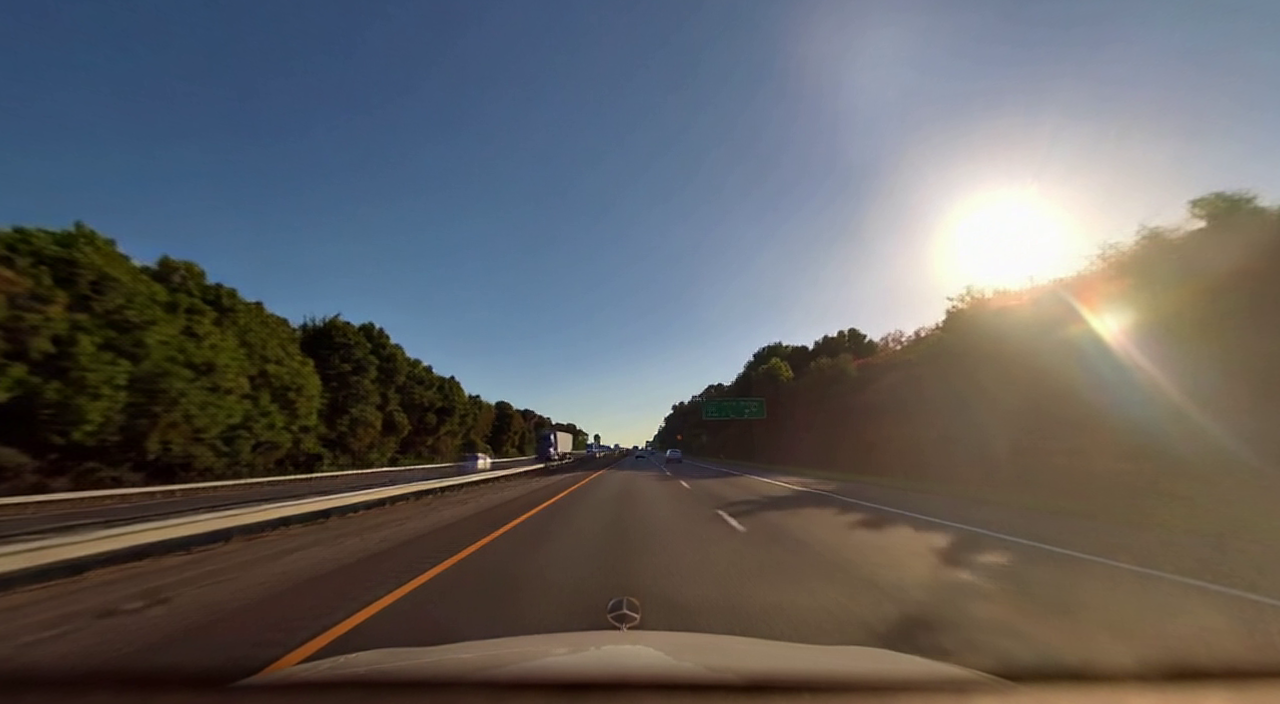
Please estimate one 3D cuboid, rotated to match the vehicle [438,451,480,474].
[{"bbox_3d":[-13.238,8.113,46.337,1.862,1.574,4.185,0,-9,0],"label":"vehicle"}]
